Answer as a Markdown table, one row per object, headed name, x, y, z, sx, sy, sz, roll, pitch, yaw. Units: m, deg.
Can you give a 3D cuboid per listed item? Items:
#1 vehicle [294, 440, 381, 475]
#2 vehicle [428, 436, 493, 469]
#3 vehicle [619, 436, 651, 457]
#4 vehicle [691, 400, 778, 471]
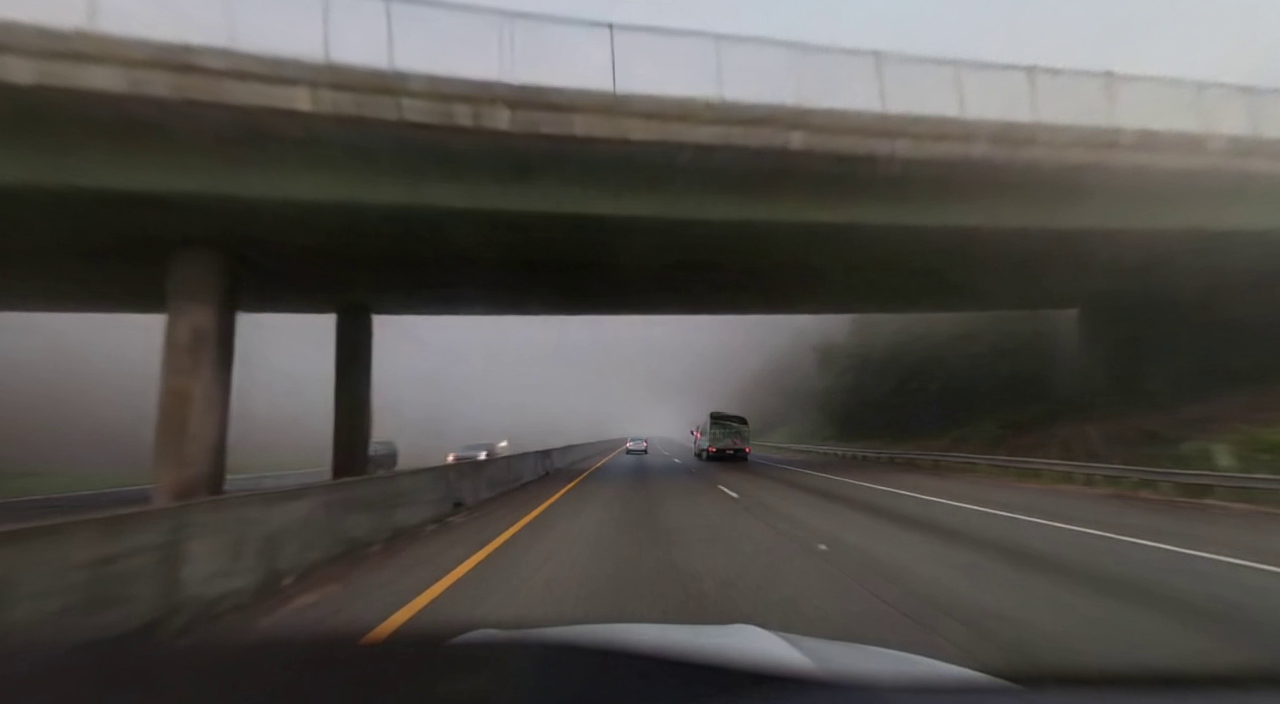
| name | x | y | z | sx | sy | sz | roll | pitch | yaw |
| --- | --- | --- | --- | --- | --- | --- | --- | --- | --- |
| vehicle | -13.183 | 4.595 | 27.748 | 1.816 | 1.362 | 4.068 | 0 | -8 | 1 |
| vehicle | -8.773 | 4.902 | 31.109 | 1.952 | 1.521 | 4.163 | 0 | -8 | 0 |
| vehicle | -0.311 | 6.163 | 41.243 | 1.996 | 1.325 | 4.029 | 0 | -8 | 0 |
| vehicle | 3.923 | 3.665 | 27.783 | 2.715 | 2.746 | 6.550 | 0 | -8 | -1 |
